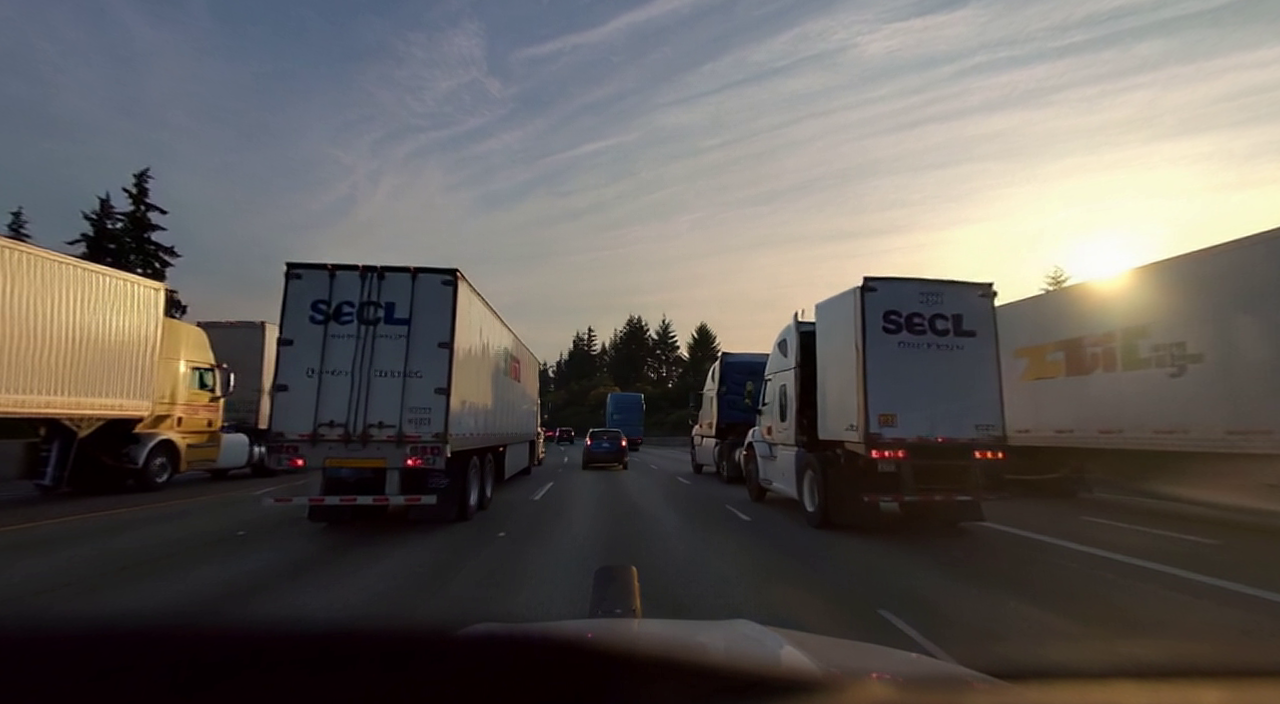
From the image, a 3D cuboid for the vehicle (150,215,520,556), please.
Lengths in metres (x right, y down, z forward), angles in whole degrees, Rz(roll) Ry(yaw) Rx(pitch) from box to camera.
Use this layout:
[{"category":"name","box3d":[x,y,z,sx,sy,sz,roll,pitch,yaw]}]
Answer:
[{"category":"vehicle","box3d":[-4.161,0.892,11.412,2.822,3.788,8.799,0,-8,-4]}]

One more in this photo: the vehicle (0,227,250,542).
[{"category":"vehicle","box3d":[-10.662,0.050,5.433,2.867,4.125,14.026,-2,-8,15]}]

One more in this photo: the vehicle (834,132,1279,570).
[{"category":"vehicle","box3d":[7.698,-0.084,5.551,2.820,4.084,13.786,3,-8,-24]}]

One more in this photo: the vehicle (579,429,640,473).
[{"category":"vehicle","box3d":[-1.286,3.795,24.431,2.060,1.540,4.374,1,-8,-7]}]
